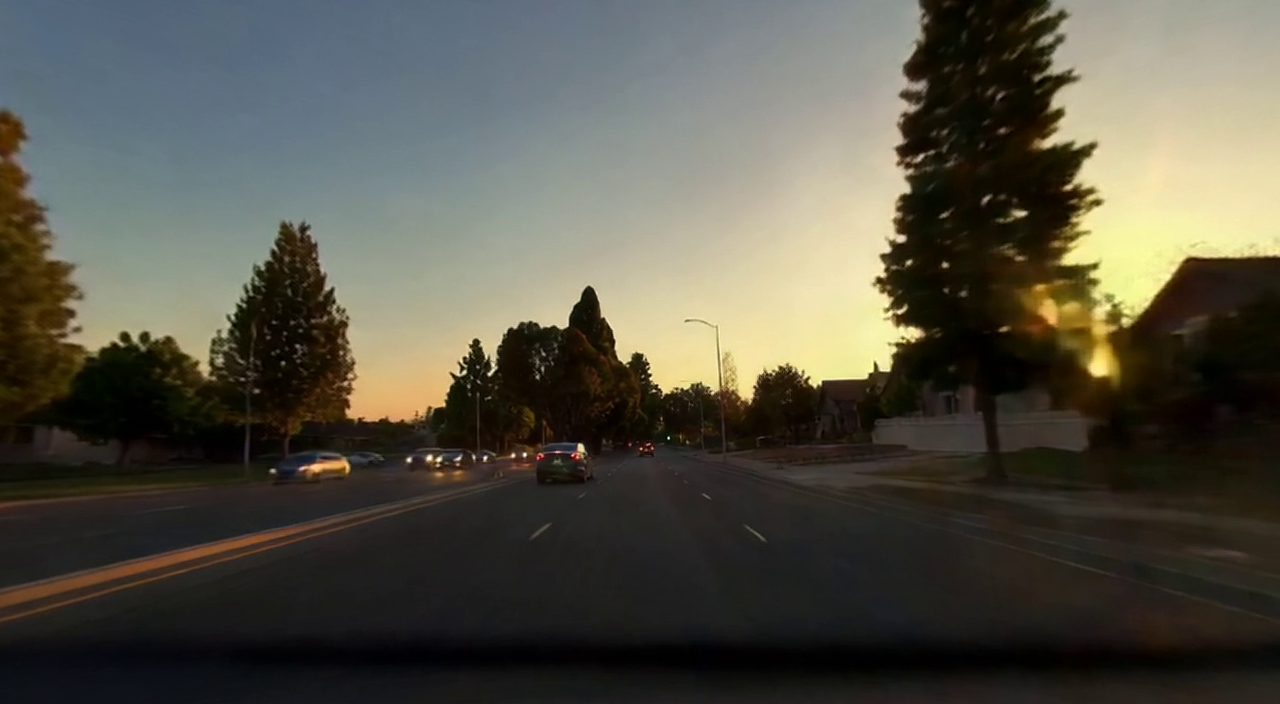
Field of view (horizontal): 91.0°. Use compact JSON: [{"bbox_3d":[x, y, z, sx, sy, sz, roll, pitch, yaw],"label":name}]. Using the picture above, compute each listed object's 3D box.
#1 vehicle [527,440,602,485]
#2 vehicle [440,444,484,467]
[{"bbox_3d":[-2.733,4.130,23.830,2.106,1.517,4.375,0,-9,2],"label":"vehicle"},{"bbox_3d":[-13.847,8.099,49.307,2.059,1.734,4.559,0,-9,1],"label":"vehicle"}]
